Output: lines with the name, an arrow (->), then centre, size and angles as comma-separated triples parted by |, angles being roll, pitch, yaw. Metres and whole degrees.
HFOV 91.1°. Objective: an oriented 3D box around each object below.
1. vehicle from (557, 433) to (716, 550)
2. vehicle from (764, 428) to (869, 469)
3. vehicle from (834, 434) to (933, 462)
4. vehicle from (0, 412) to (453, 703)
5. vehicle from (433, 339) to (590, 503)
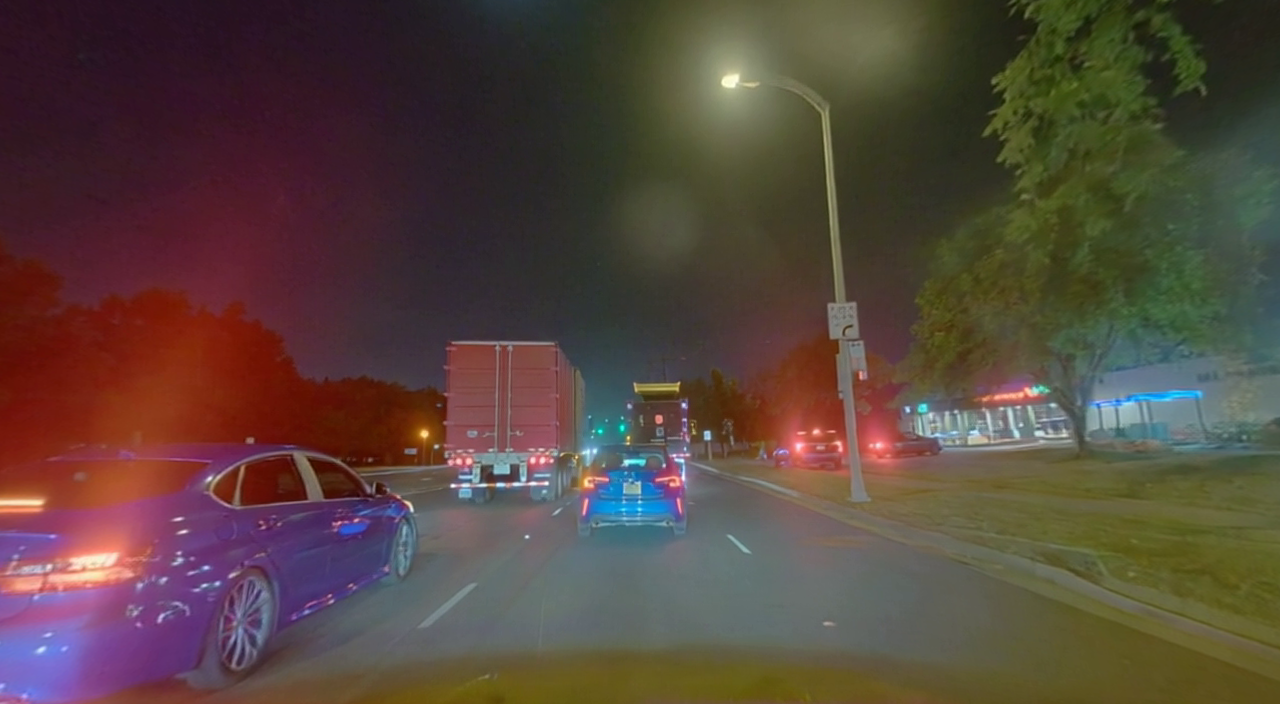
vehicle -> -0.075, 2.125, 10.287 | 2.067, 1.506, 4.118 | 0, -8, -1
vehicle -> 8.569, 4.752, 30.968 | 2.061, 1.845, 4.829 | 5, -10, -31
vehicle -> 13.186, 5.225, 34.225 | 4.574, 1.478, 1.880 | 0, -8, 3
vehicle -> -3.044, 1.294, 4.623 | 1.969, 1.471, 4.378 | 0, -8, 0
vehicle -> -3.248, 2.091, 18.162 | 3.020, 3.800, 7.105 | 0, -8, 0
